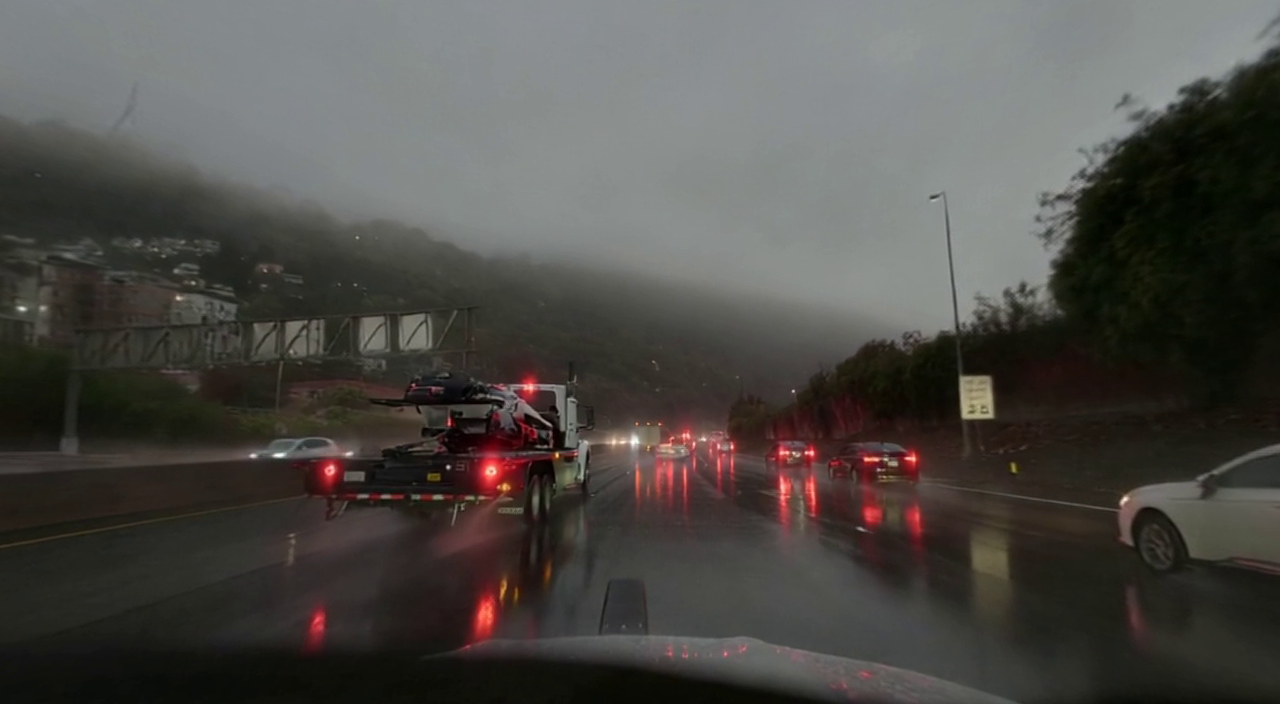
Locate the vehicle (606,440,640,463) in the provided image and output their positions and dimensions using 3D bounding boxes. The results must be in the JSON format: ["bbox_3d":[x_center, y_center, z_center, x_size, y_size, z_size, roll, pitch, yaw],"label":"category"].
[{"bbox_3d":[-1.115,6.918,43.973,2.016,1.450,4.310,-1,-8,4],"label":"vehicle"}]

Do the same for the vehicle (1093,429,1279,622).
[{"bbox_3d":[5.992,1.301,4.594,2.040,1.481,4.260,1,-8,-3],"label":"vehicle"}]

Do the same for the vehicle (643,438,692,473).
[{"bbox_3d":[1.267,4.728,29.044,2.079,1.499,3.915,0,-8,2],"label":"vehicle"}]

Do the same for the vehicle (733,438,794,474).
[{"bbox_3d":[6.006,5.085,31.191,2.075,1.614,4.682,0,-8,0],"label":"vehicle"}]

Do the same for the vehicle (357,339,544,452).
[{"bbox_3d":[-3.147,0.982,11.698,1.893,1.674,4.766,0,-8,1],"label":"vehicle"}]

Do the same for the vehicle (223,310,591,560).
[{"bbox_3d":[-3.158,1.701,12.675,3.162,2.955,10.282,0,-8,2],"label":"vehicle"}]
